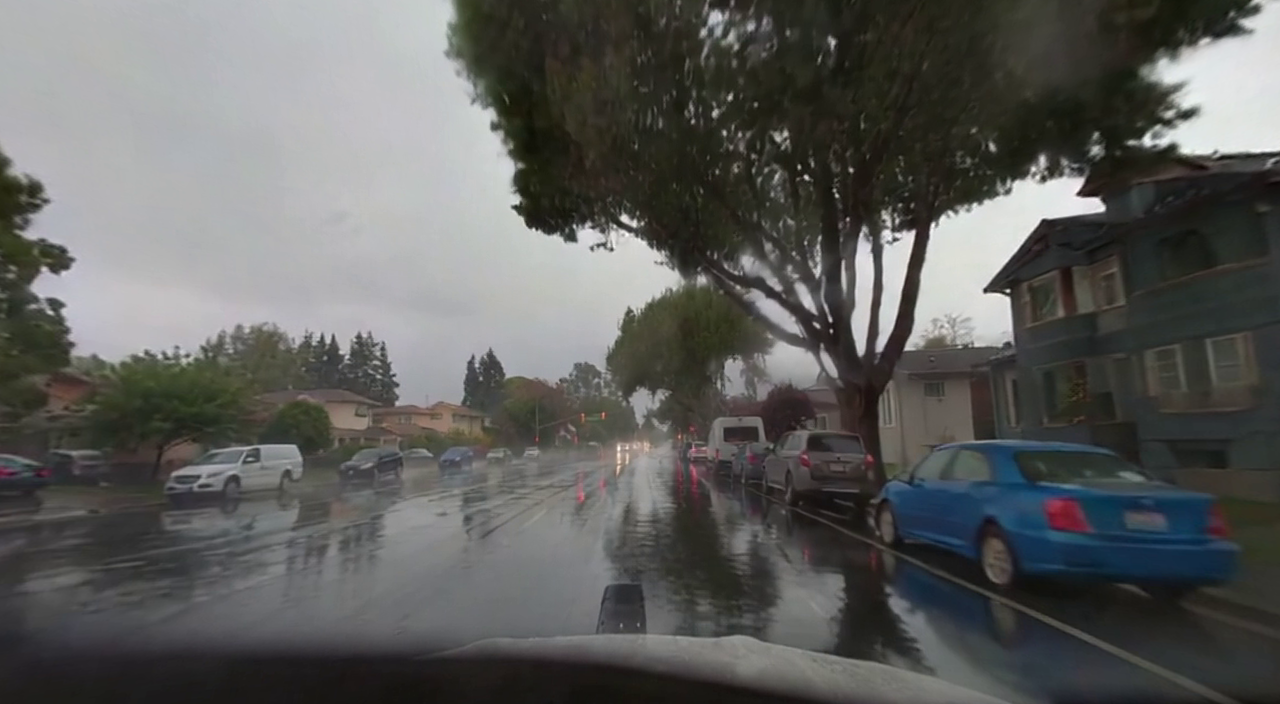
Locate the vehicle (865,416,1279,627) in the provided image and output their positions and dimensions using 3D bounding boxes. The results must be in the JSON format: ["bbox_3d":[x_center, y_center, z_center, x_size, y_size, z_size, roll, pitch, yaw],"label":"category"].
[{"bbox_3d":[4.258,1.551,6.828,1.862,1.515,4.233,0,-8,-3],"label":"vehicle"}]

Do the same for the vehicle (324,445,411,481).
[{"bbox_3d":[-13.682,5.554,32.105,2.045,1.636,5.214,-1,-8,1],"label":"vehicle"}]

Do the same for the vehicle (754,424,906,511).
[{"bbox_3d":[4.212,2.639,14.934,2.067,1.706,4.506,0,-8,-2],"label":"vehicle"}]

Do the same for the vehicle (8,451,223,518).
[{"bbox_3d":[-13.617,3.423,16.859,2.141,1.463,4.245,0,-8,-1],"label":"vehicle"}]

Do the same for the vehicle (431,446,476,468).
[{"bbox_3d":[-13.798,7.745,46.966,1.923,1.535,4.862,0,-8,-1],"label":"vehicle"}]

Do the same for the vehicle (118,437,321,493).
[{"bbox_3d":[-15.376,4.150,23.417,5.783,1.904,2.289,0,-8,-3],"label":"vehicle"}]
